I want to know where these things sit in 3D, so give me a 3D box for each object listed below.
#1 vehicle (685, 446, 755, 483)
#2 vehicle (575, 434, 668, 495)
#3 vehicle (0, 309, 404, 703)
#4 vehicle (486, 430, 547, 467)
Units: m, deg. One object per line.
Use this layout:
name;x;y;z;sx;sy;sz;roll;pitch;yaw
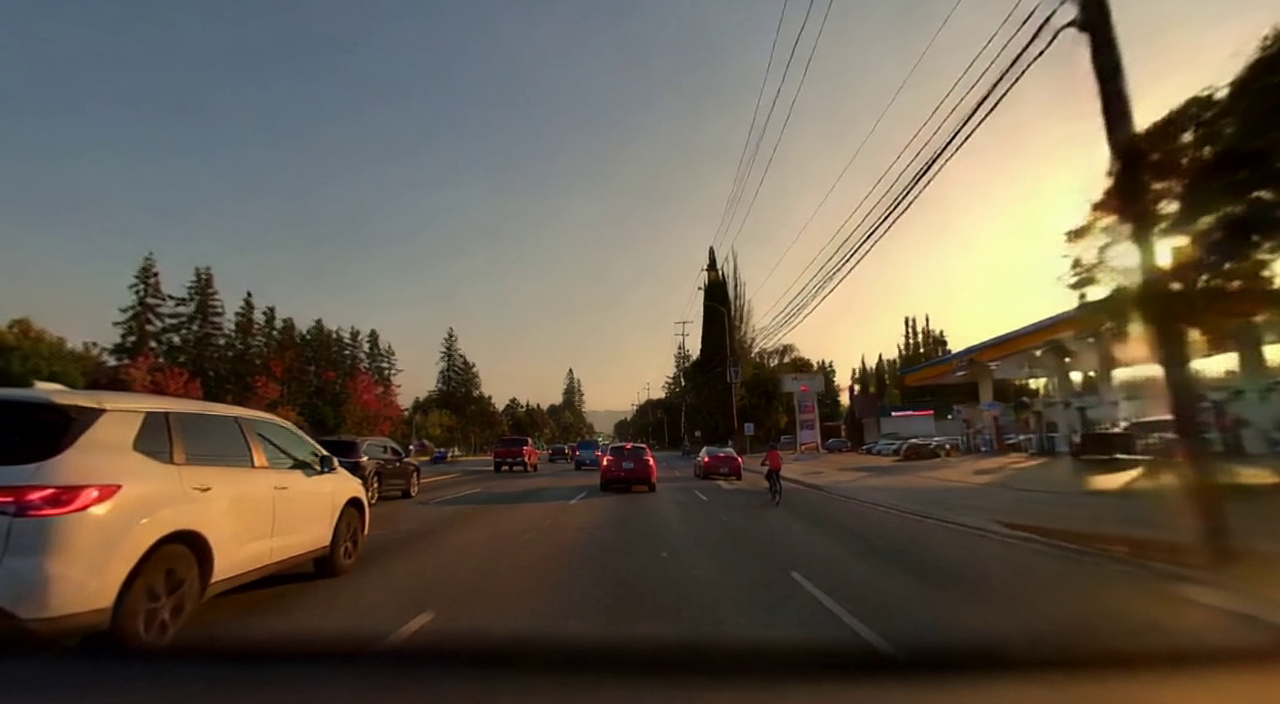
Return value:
vehicle;3.024;4.350;24.783;2.065;1.302;4.416;0;-8;-1
vehicle;-0.441;2.945;16.958;2.189;1.437;4.135;0;-8;0
vehicle;-3.333;0.898;3.941;1.922;1.642;4.547;0;-8;0
vehicle;-6.787;5.368;35.421;2.385;1.918;5.056;0;-8;0
